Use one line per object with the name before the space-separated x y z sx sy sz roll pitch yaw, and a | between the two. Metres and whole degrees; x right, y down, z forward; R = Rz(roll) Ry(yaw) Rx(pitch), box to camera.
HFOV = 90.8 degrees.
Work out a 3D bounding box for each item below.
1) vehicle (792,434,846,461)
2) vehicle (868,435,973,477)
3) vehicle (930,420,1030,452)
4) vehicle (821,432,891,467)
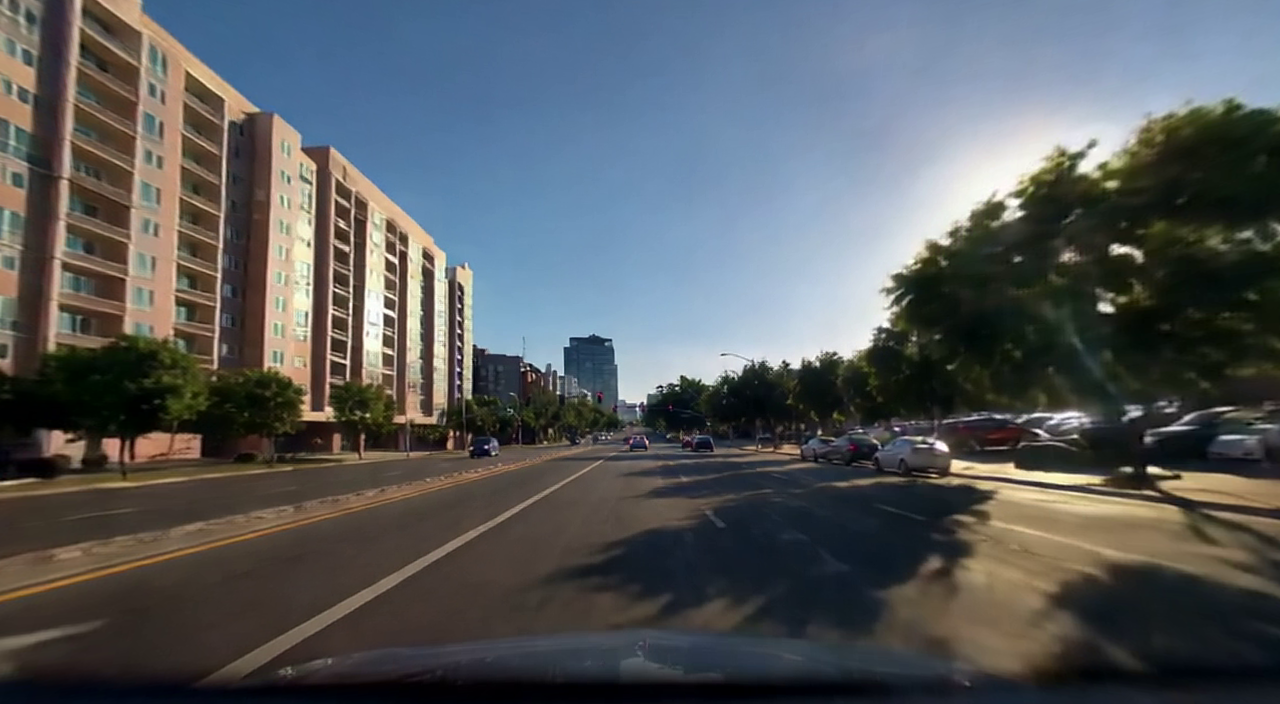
vehicle | 10.428 5.605 37.051 1.948 1.489 4.276 0 -8 1
vehicle | 10.362 3.873 23.758 1.861 1.446 4.413 0 -8 -1
vehicle | 21.213 5.252 39.564 5.047 1.904 2.012 0 -8 1
vehicle | 10.601 4.810 31.276 1.905 1.597 4.040 0 -8 -2
